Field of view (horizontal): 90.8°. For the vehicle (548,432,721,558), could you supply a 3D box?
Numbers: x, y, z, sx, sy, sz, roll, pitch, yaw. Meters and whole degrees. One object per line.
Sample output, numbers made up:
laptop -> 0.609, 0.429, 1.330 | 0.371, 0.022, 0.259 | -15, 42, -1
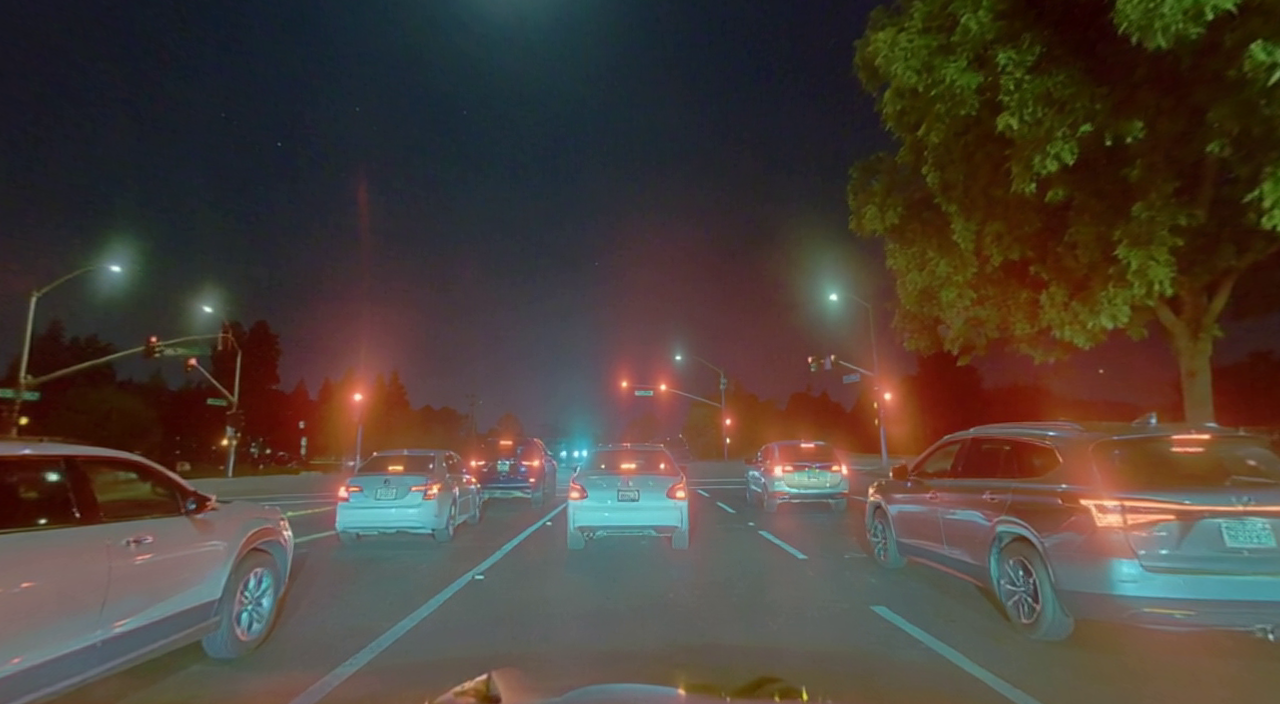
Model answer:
vehicle -> -0.079, 2.006, 9.597 | 2.061, 1.470, 3.970 | 0, -8, 0

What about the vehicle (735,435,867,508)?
vehicle -> 3.645, 2.777, 15.239 | 1.922, 1.472, 4.440 | 0, -8, -1

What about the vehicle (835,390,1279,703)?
vehicle -> 3.382, 1.302, 5.414 | 1.933, 1.564, 4.600 | 0, -8, 0

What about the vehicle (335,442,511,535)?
vehicle -> -3.921, 2.503, 12.332 | 1.919, 1.459, 4.371 | 0, -8, -1

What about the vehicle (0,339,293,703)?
vehicle -> -3.669, 0.831, 2.538 | 2.047, 1.764, 4.369 | 0, -8, 0
